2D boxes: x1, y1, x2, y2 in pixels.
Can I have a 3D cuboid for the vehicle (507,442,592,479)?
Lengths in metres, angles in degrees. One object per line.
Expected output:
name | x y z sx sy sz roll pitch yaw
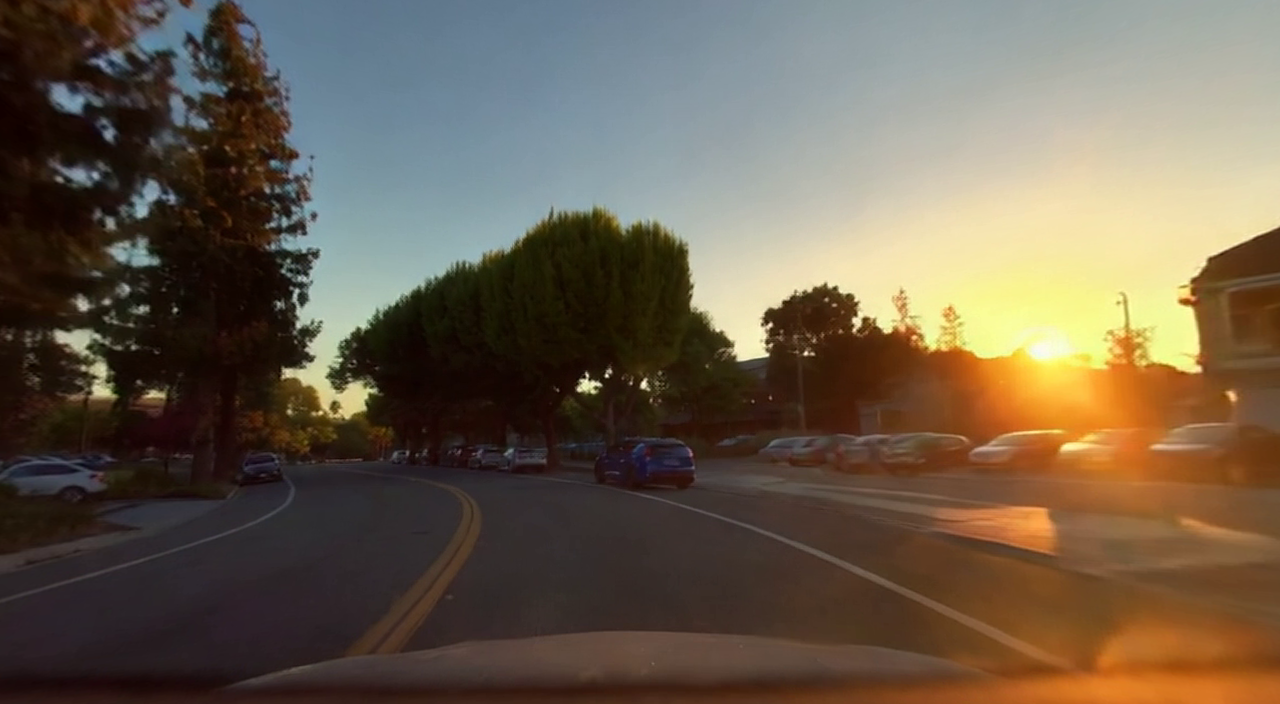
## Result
vehicle | -4.202 4.875 28.802 2.053 1.519 4.611 5 -10 -32

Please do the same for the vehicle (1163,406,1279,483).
vehicle | 15.057 2.193 15.028 5.110 1.570 2.206 5 -10 -30

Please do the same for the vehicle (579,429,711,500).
vehicle | -0.028 3.361 19.808 2.042 1.817 5.202 3 -7 -25

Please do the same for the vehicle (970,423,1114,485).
vehicle | 12.461 3.126 19.544 4.243 1.470 2.010 0 -9 -33

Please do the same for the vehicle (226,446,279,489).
vehicle | -20.019 5.850 32.585 2.154 1.870 5.118 2 -8 -32

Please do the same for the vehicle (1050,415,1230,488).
vehicle | 13.675 2.634 17.277 4.372 1.723 2.229 3 -8 -29

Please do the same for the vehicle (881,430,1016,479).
vehicle | 10.532 3.455 21.536 4.225 1.517 2.036 5 -10 -31

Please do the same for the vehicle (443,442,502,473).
vehicle | -10.248 6.361 38.401 2.055 1.731 4.686 5 -10 -32
